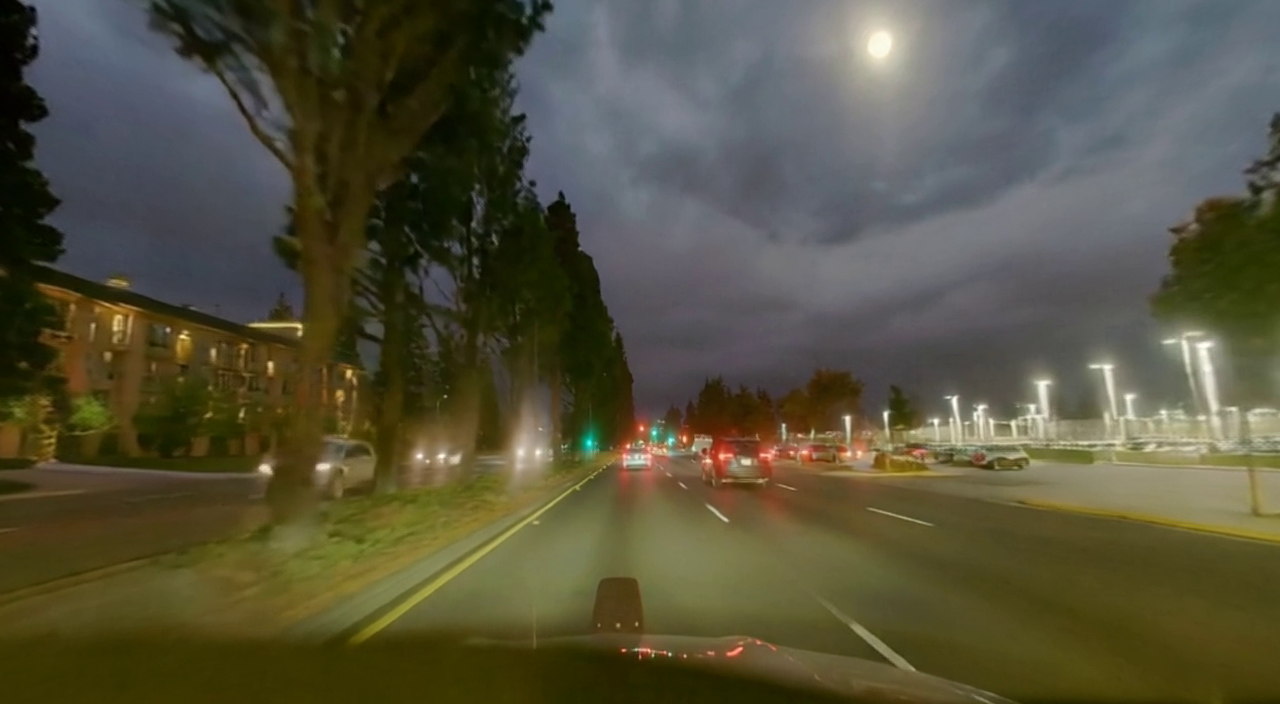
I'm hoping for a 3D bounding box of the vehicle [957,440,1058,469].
[{"bbox_3d":[20.584,5.756,35.484,4.475,1.592,1.841,0,-9,-1],"label":"vehicle"}]

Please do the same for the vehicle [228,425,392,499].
[{"bbox_3d":[-9.373,3.187,18.574,2.165,1.863,4.880,0,-9,0],"label":"vehicle"}]

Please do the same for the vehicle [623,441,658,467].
[{"bbox_3d":[-0.007,6.527,40.557,2.145,1.572,4.021,0,-9,-1],"label":"vehicle"}]

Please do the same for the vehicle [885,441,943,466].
[{"bbox_3d":[19.180,7.114,44.419,1.936,1.659,4.365,1,-9,-3],"label":"vehicle"}]

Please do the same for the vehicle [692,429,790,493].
[{"bbox_3d":[3.079,3.480,20.475,2.235,1.806,4.818,1,-9,-2],"label":"vehicle"}]

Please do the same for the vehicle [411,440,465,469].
[{"bbox_3d":[-12.787,6.522,40.311,1.937,1.737,4.398,0,-9,1],"label":"vehicle"}]
